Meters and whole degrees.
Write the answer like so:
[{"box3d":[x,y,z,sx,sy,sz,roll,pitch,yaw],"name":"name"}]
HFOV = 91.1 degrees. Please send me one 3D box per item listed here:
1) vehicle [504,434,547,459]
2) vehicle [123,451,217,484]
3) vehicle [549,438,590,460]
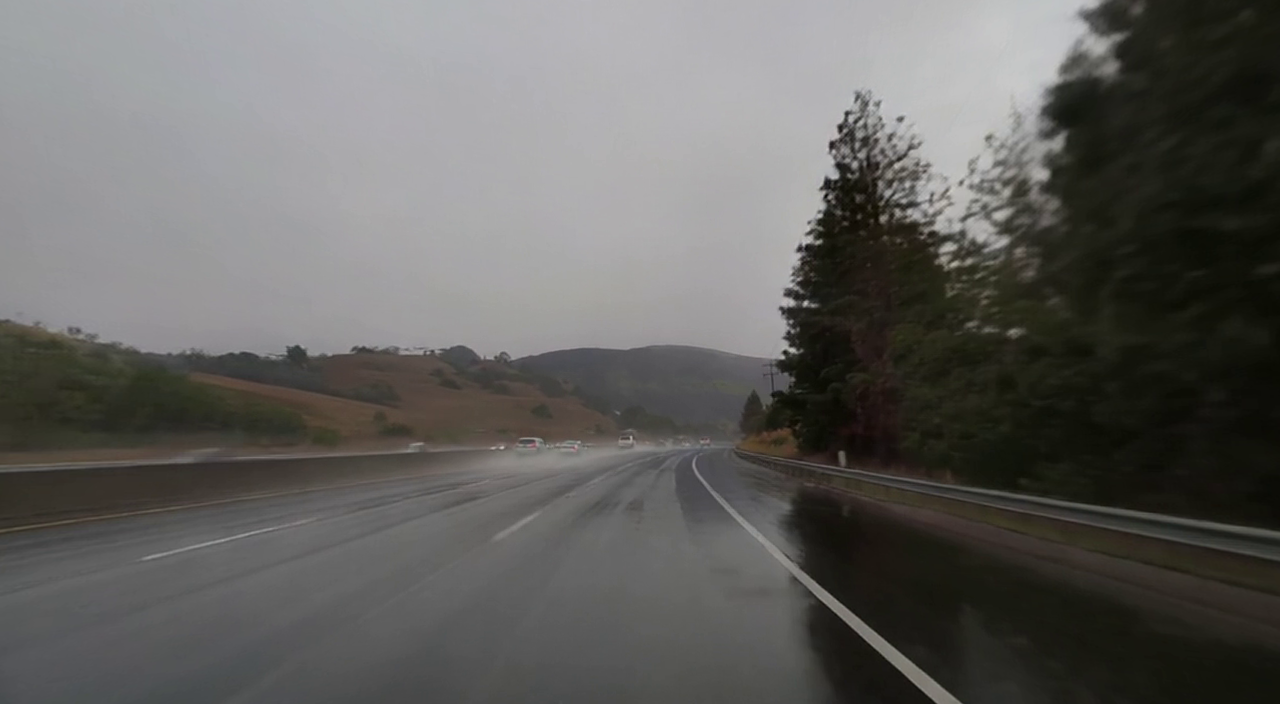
[{"box3d":[-8.532,7.105,47.195,2.063,1.743,4.392,-1,-9,6],"name":"vehicle"},{"box3d":[-21.599,5.298,29.007,1.512,1.353,3.443,-1,-8,4],"name":"vehicle"},{"box3d":[-4.913,6.901,44.635,2.010,1.489,4.456,-1,-9,5],"name":"vehicle"}]
